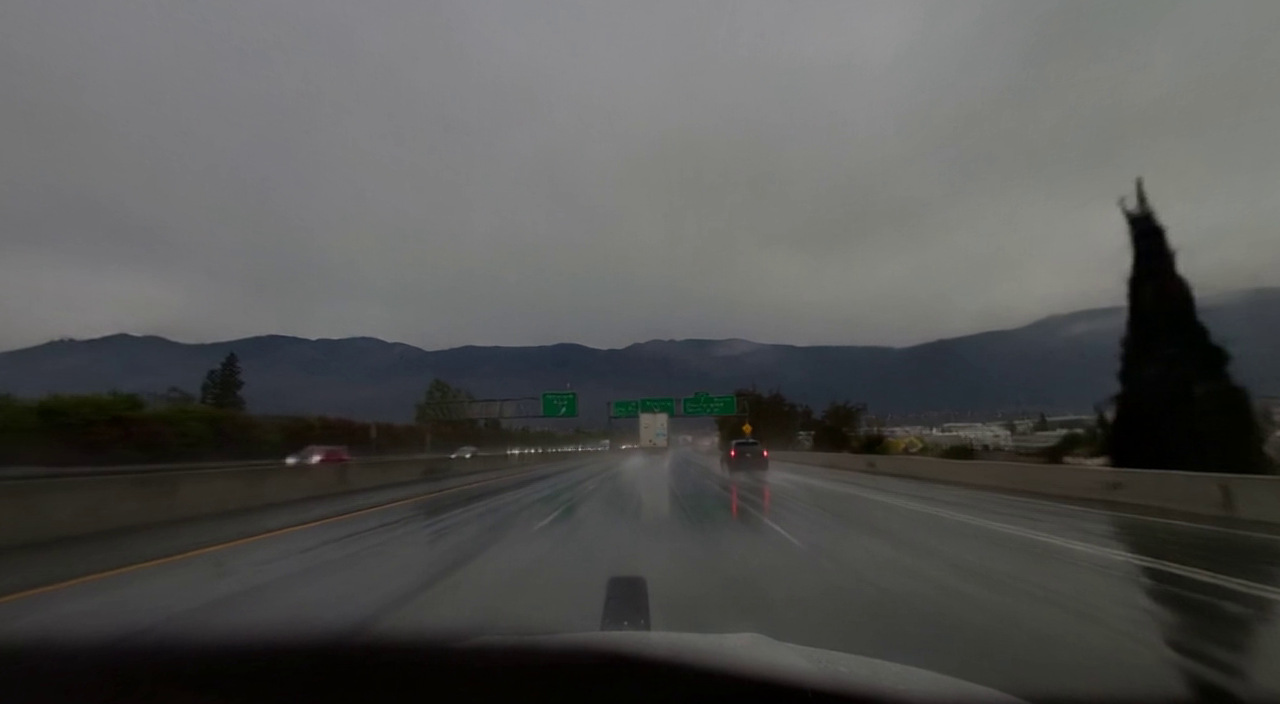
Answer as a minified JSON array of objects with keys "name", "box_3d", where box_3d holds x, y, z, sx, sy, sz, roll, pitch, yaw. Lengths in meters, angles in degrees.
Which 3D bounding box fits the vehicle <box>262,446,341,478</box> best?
[{"name":"vehicle","box_3d":[-19.068,6.193,35.739,1.872,1.654,4.504,0,-8,1]}]

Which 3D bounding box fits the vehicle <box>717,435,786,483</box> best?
[{"name":"vehicle","box_3d":[4.075,3.963,23.612,1.880,1.624,3.941,0,-8,0]}]
